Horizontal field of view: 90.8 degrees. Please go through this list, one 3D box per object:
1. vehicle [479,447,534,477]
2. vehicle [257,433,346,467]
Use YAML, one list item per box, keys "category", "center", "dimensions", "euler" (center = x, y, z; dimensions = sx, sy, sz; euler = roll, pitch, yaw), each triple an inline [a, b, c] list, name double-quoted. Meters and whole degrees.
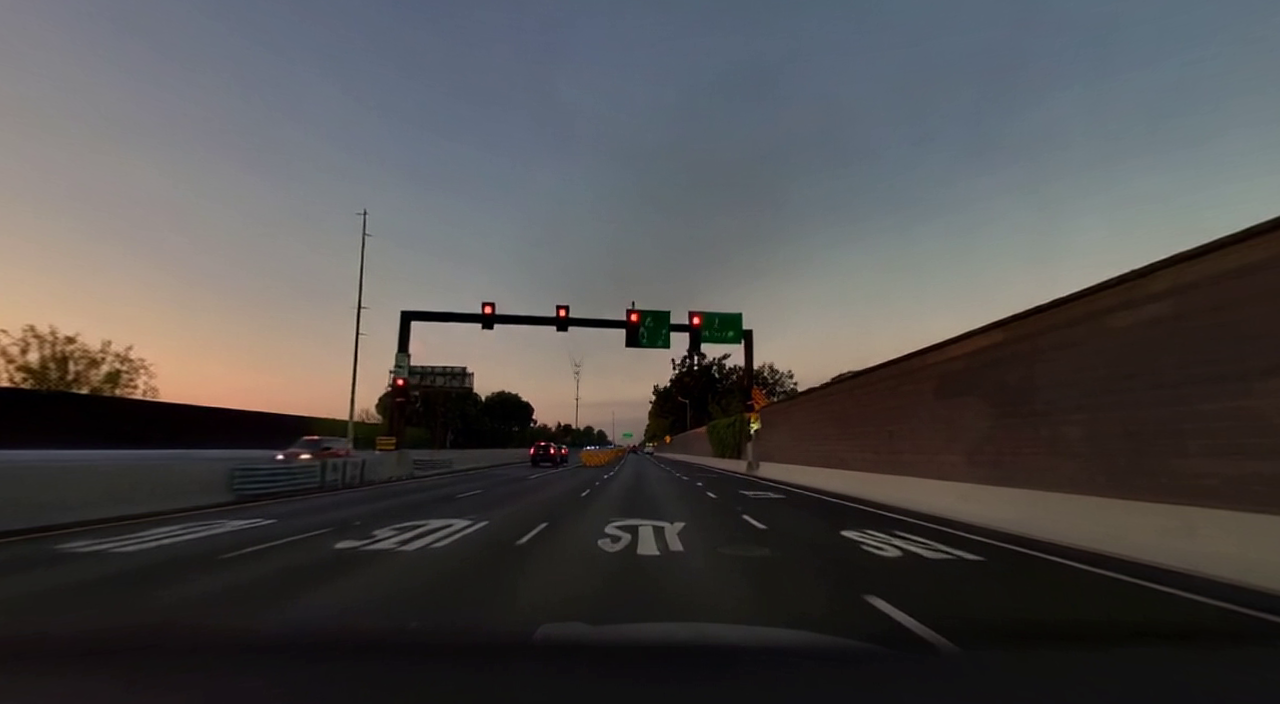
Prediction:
- category: "vehicle"
  center: [-7.033, 5.840, 33.734]
  dimensions: [2.012, 1.456, 4.309]
  euler: [0, -9, 0]
- category: "vehicle"
  center: [-16.497, 4.800, 31.073]
  dimensions: [1.934, 1.523, 4.545]
  euler: [0, -9, -1]
